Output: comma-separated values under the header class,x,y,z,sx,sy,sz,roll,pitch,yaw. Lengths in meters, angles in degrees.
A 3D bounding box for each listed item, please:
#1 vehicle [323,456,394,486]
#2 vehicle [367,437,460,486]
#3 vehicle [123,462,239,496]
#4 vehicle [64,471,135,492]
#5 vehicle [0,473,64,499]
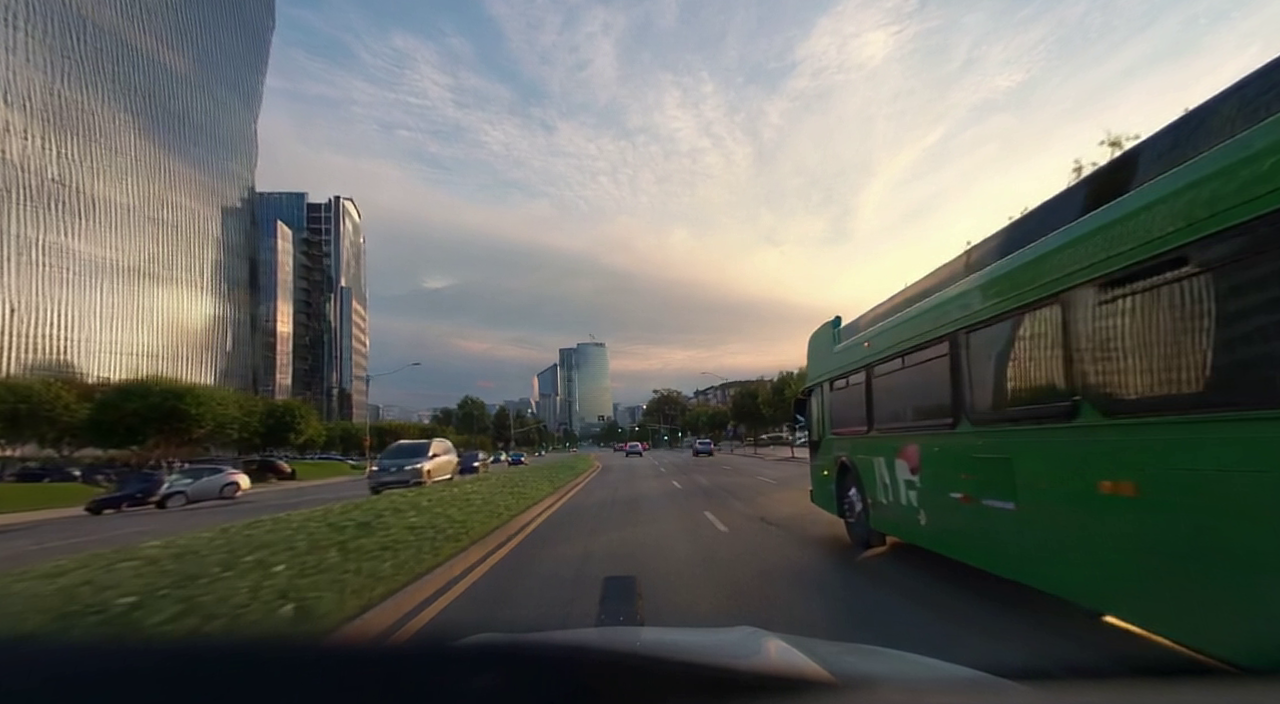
class,x,y,z,sx,sy,sz,roll,pitch,yaw
vehicle,-15.453,6.515,34.942,1.879,1.496,4.431,0,-9,-1
vehicle,-9.060,4.393,25.724,2.002,1.780,4.687,0,-9,0
vehicle,-24.110,6.656,33.301,4.530,1.678,1.969,0,-9,2
vehicle,-41.082,9.827,48.072,3.697,1.504,1.731,0,-8,-1
vehicle,-40.922,8.804,41.558,4.022,1.586,1.961,-1,-10,1
